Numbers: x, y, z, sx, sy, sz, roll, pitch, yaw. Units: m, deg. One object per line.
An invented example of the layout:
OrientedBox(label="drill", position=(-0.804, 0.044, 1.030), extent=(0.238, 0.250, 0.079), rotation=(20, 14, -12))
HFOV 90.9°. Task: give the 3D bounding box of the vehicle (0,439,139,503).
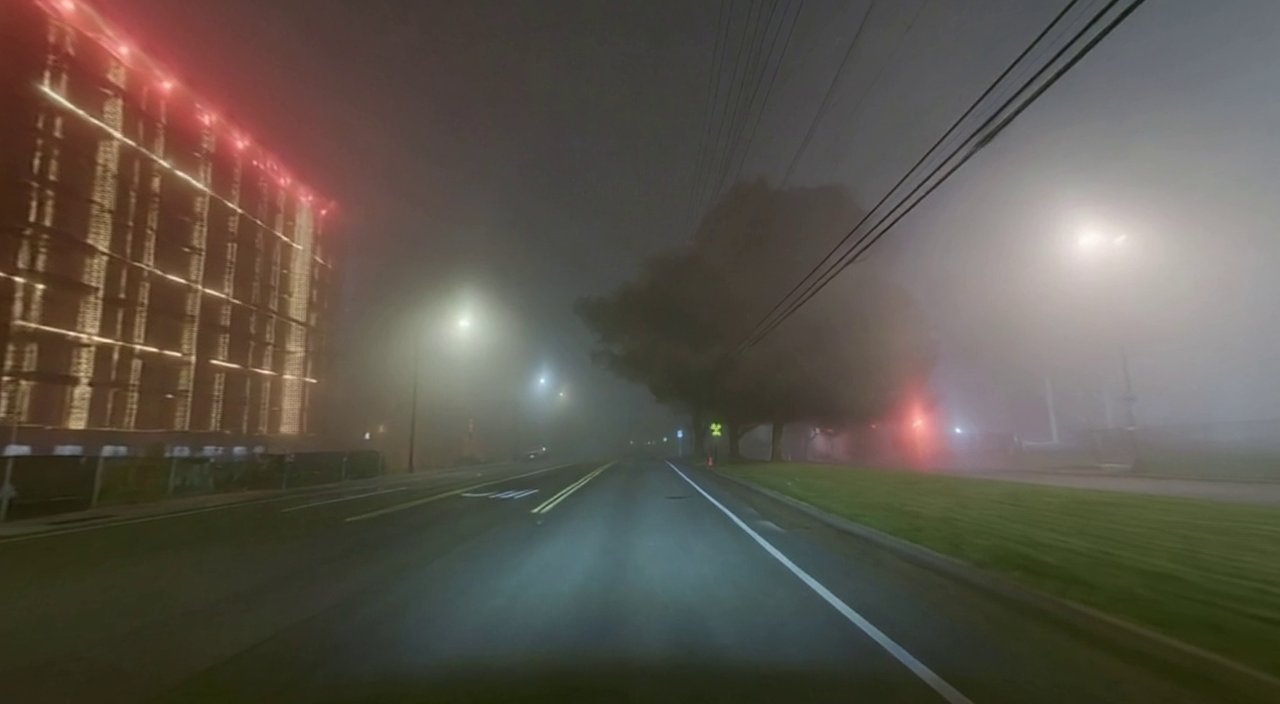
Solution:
OrientedBox(label="vehicle", position=(-20.422, 4.069, 21.499), extent=(4.712, 1.927, 2.237), rotation=(-3, -9, 0))

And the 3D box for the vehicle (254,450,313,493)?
OrientedBox(label="vehicle", position=(-15.769, 5.220, 28.003), extent=(2.002, 1.683, 4.664), rotation=(4, -10, -28))
